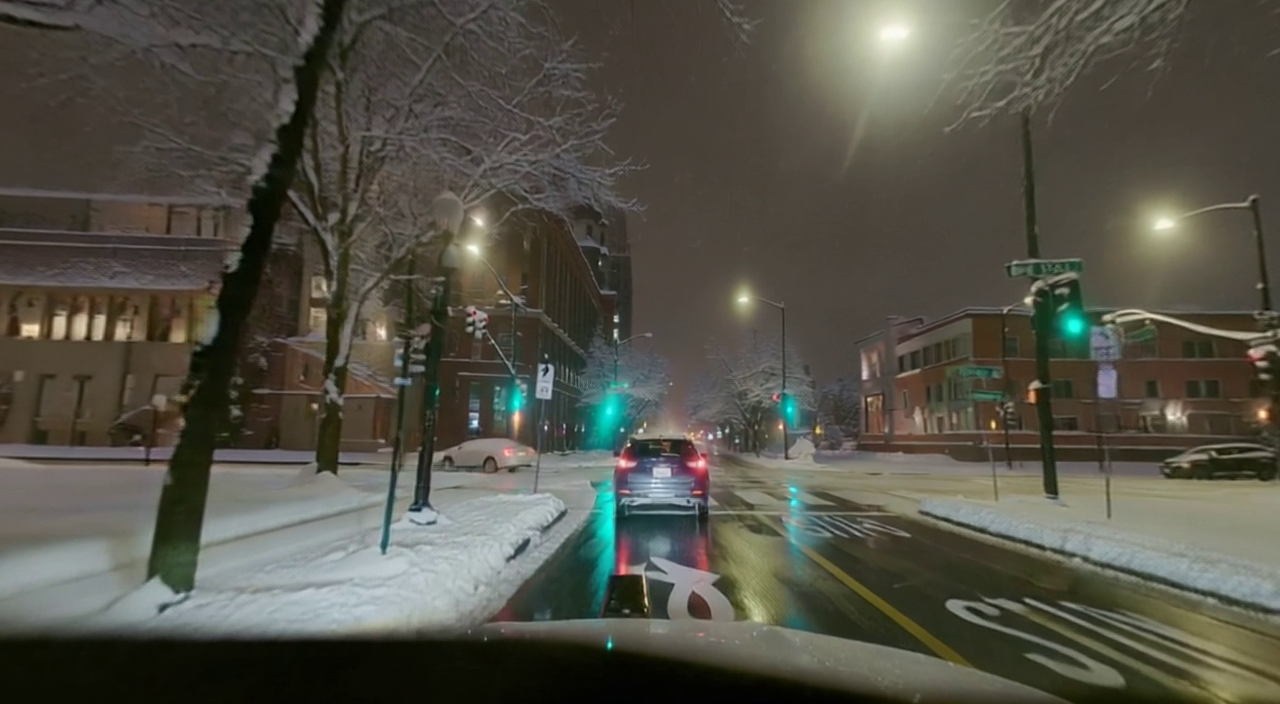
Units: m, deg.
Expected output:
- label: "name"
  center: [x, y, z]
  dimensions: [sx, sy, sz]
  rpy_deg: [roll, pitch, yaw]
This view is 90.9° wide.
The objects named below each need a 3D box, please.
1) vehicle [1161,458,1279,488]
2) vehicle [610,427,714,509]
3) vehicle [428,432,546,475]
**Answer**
- label: "vehicle"
  center: [30.515, 6.344, 33.127]
  dimensions: [4.668, 1.441, 1.904]
  rpy_deg: [0, -8, -4]
- label: "vehicle"
  center: [0.528, 2.621, 14.639]
  dimensions: [2.079, 1.621, 3.861]
  rpy_deg: [-1, -8, 3]
- label: "vehicle"
  center: [-6.070, 4.001, 24.978]
  dimensions: [4.282, 1.519, 2.077]
  rpy_deg: [-5, -10, 30]
